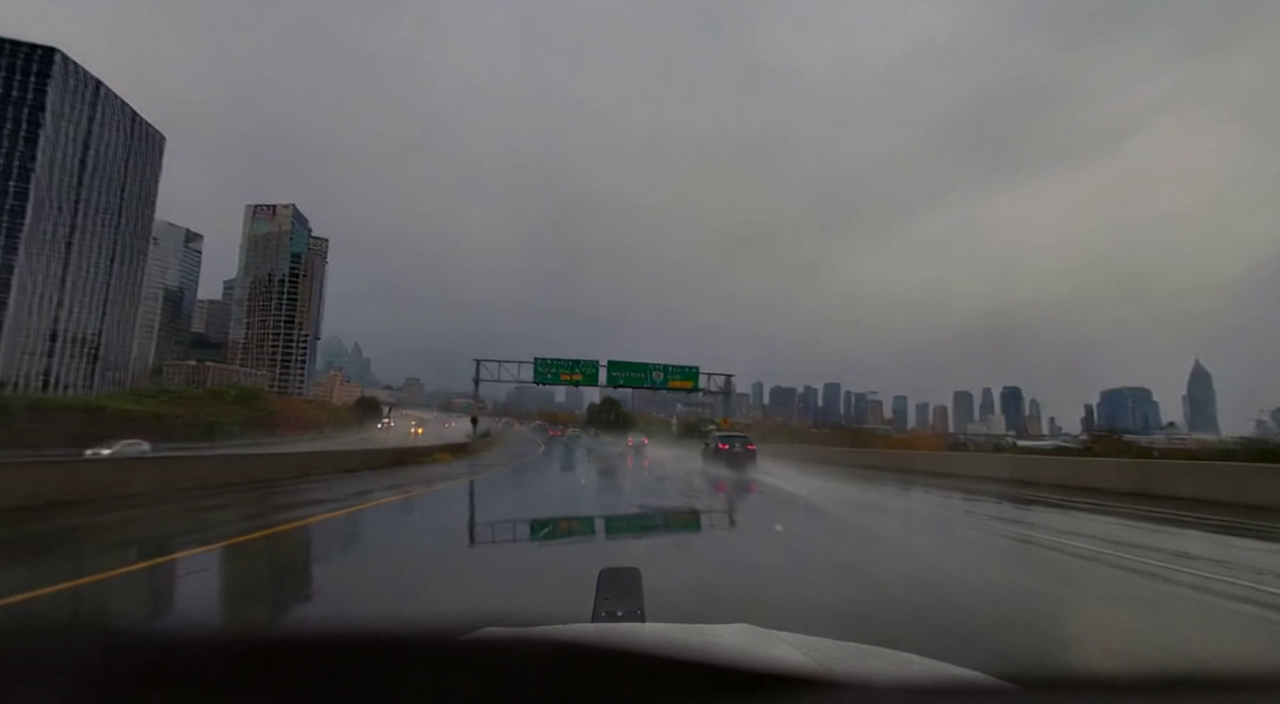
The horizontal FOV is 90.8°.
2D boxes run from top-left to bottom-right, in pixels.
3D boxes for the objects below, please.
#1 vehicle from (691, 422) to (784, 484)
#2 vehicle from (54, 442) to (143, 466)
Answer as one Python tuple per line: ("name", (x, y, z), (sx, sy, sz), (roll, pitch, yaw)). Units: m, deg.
("vehicle", (3.035, 3.293, 20.796), (2.110, 1.780, 4.682), (0, -8, -3))
("vehicle", (-34.853, 6.542, 40.854), (1.841, 1.441, 4.695), (0, -8, -4))
